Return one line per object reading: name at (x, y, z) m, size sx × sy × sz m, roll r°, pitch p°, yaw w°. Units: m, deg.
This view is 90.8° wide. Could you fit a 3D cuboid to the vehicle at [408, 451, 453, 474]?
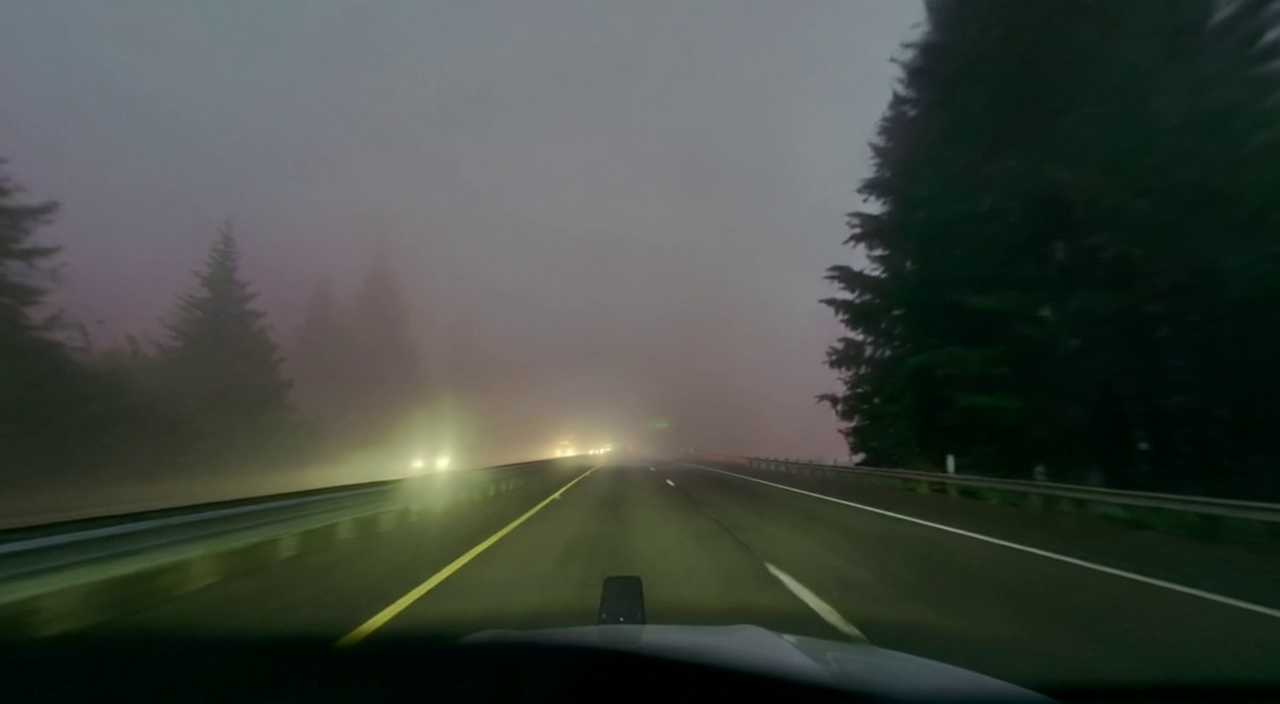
vehicle at (-14.362, 7.568, 43.431) m, size 1.822 × 1.480 × 3.962 m, roll 0°, pitch -9°, yaw -1°
